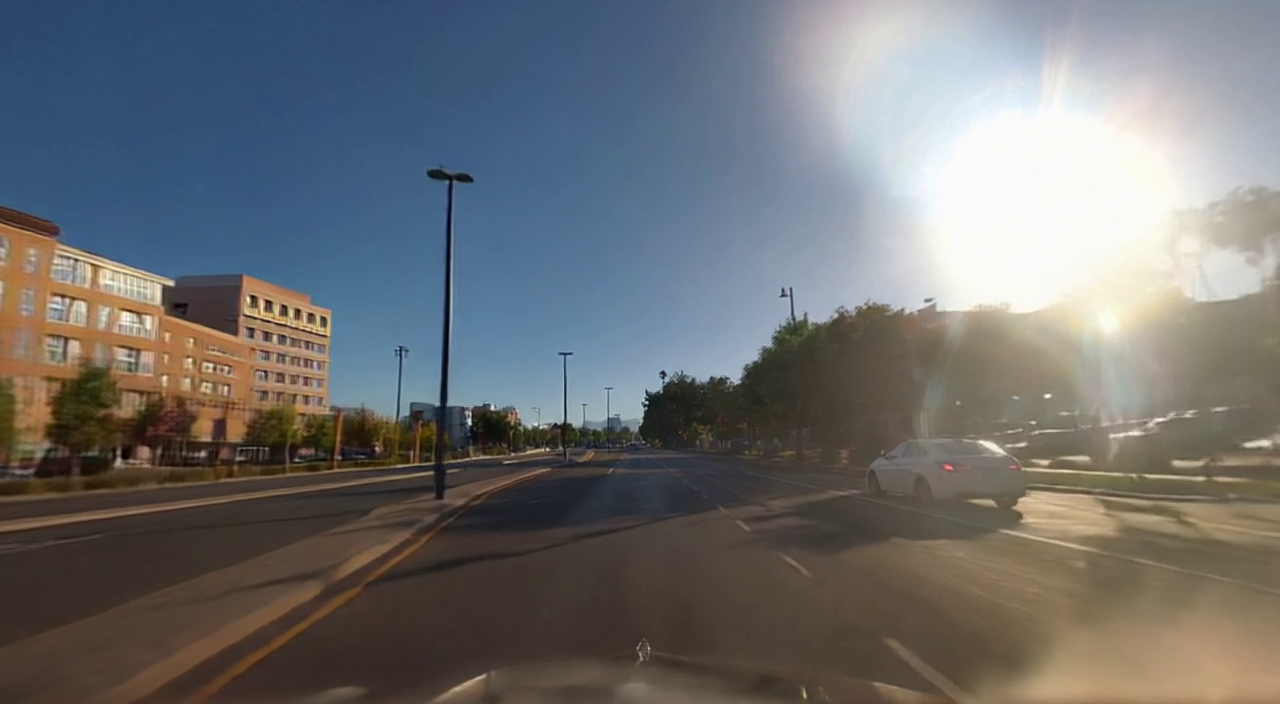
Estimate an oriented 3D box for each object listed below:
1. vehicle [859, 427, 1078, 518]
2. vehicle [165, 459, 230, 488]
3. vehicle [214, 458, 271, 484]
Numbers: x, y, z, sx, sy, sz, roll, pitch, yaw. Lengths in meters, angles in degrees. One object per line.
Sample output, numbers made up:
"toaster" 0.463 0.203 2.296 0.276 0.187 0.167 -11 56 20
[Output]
"vehicle" 6.377 2.392 13.081 1.913 1.504 4.738 0 -8 -1
"vehicle" -27.620 7.533 39.377 4.967 1.587 2.096 -8 -11 41
"vehicle" -27.278 8.079 43.235 5.281 1.586 1.979 -8 -12 43
